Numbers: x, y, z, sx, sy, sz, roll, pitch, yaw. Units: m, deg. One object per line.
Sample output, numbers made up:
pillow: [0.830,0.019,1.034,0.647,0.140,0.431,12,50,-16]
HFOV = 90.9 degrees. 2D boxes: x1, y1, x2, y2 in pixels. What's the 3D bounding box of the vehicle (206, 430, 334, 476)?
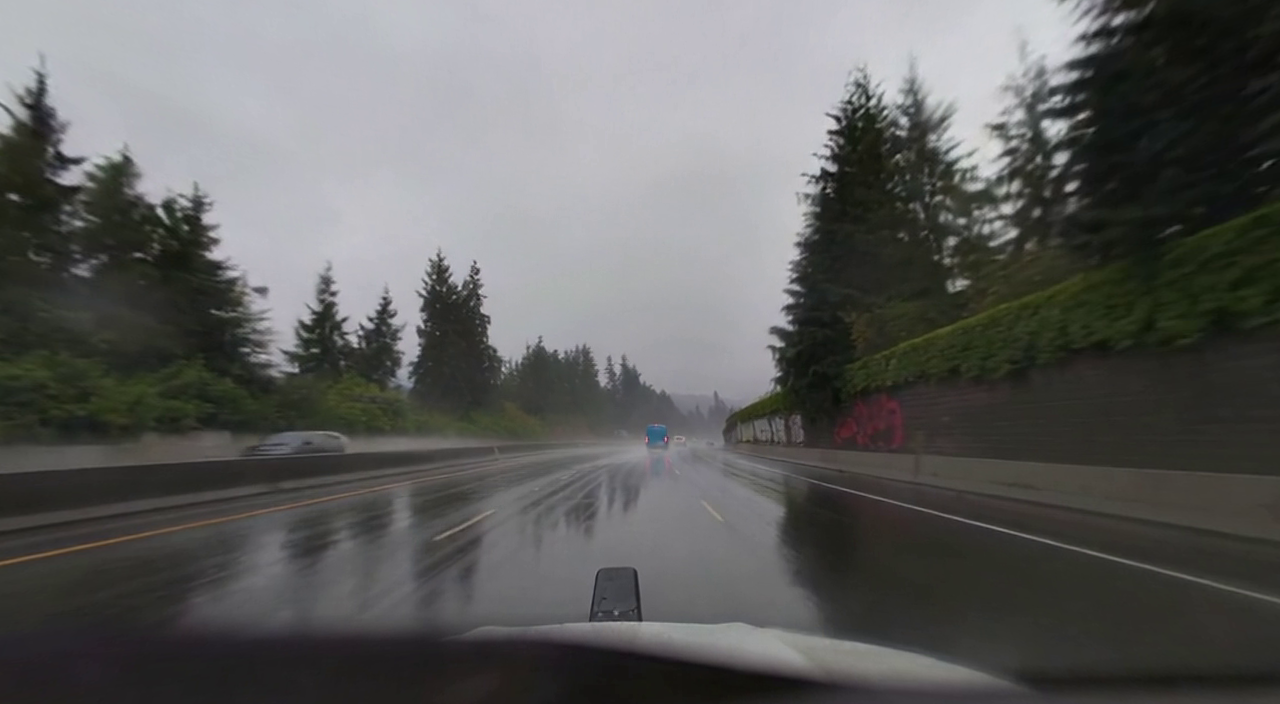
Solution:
vehicle: [-13.438,3.655,23.255,1.864,1.511,4.523,0,-8,2]
